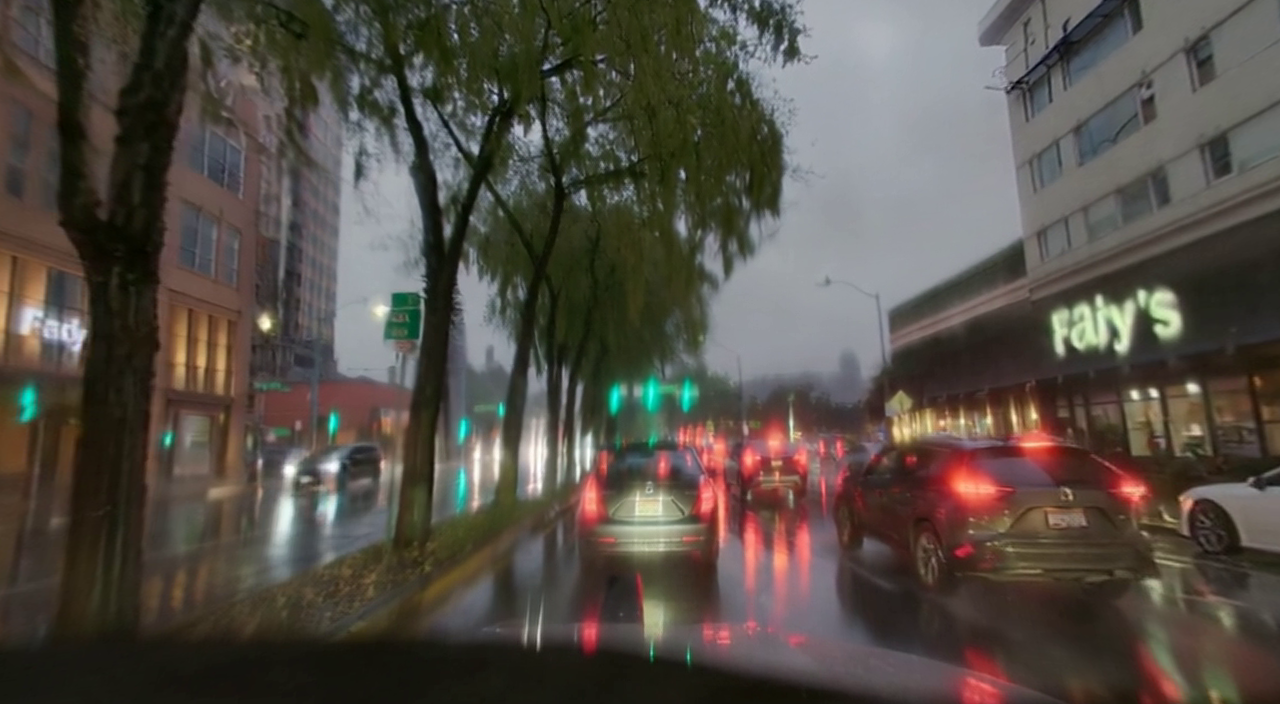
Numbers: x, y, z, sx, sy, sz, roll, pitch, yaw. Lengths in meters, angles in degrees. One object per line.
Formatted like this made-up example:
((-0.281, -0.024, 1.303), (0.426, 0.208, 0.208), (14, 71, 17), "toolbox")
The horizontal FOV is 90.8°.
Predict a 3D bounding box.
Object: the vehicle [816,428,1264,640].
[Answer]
((3.428, 1.614, 6.644), (1.988, 1.480, 4.195), (0, -9, 1), "vehicle")

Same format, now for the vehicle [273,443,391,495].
((-11.428, 4.348, 23.913), (2.042, 1.749, 4.629), (-1, -9, 1), "vehicle")

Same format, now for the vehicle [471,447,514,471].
((-11.221, 8.150, 48.408), (2.034, 1.765, 4.708), (-1, -9, 2), "vehicle")

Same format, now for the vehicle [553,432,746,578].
((0.074, 1.865, 8.403), (2.006, 1.487, 3.535), (0, -9, -1), "vehicle")

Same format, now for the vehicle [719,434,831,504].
((3.528, 3.160, 17.454), (2.025, 1.660, 4.334), (0, -9, -1), "vehicle")
